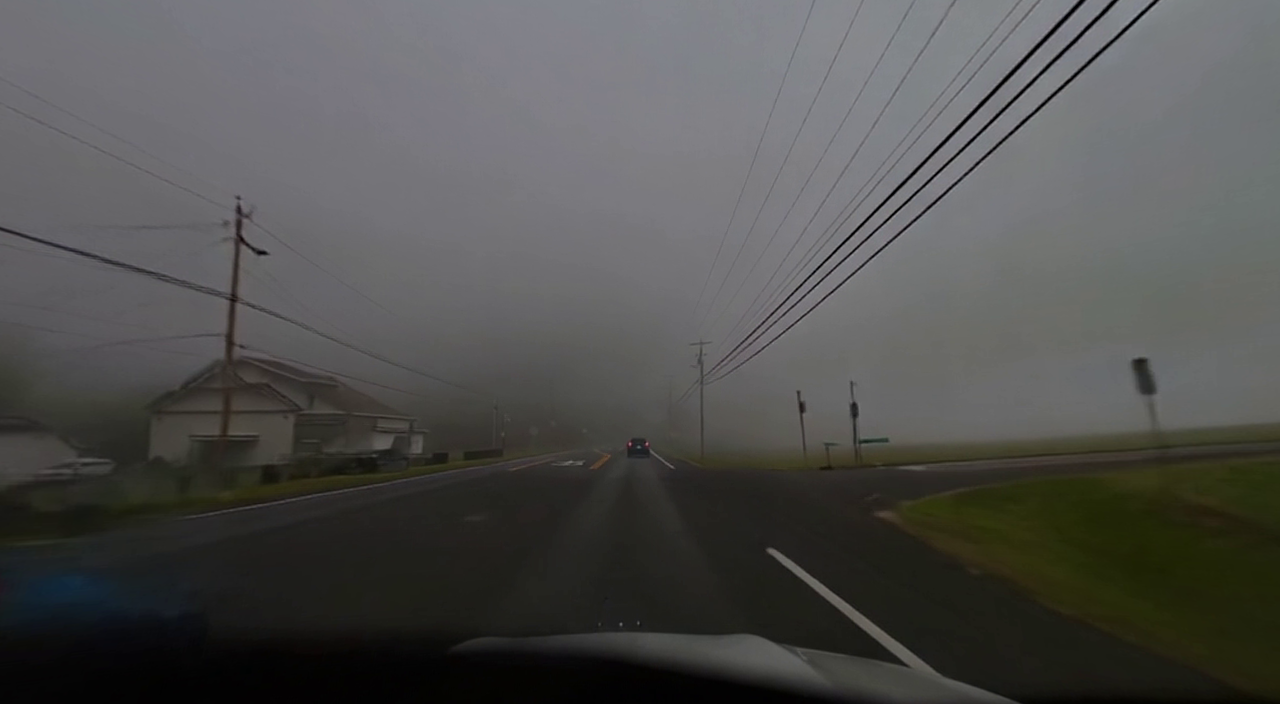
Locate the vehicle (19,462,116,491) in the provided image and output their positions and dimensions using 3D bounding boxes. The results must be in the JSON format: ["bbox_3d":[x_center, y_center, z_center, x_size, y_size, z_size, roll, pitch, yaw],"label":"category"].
[{"bbox_3d":[-34.726,7.515,38.399,1.808,1.527,4.145,-8,-12,44],"label":"vehicle"}]
